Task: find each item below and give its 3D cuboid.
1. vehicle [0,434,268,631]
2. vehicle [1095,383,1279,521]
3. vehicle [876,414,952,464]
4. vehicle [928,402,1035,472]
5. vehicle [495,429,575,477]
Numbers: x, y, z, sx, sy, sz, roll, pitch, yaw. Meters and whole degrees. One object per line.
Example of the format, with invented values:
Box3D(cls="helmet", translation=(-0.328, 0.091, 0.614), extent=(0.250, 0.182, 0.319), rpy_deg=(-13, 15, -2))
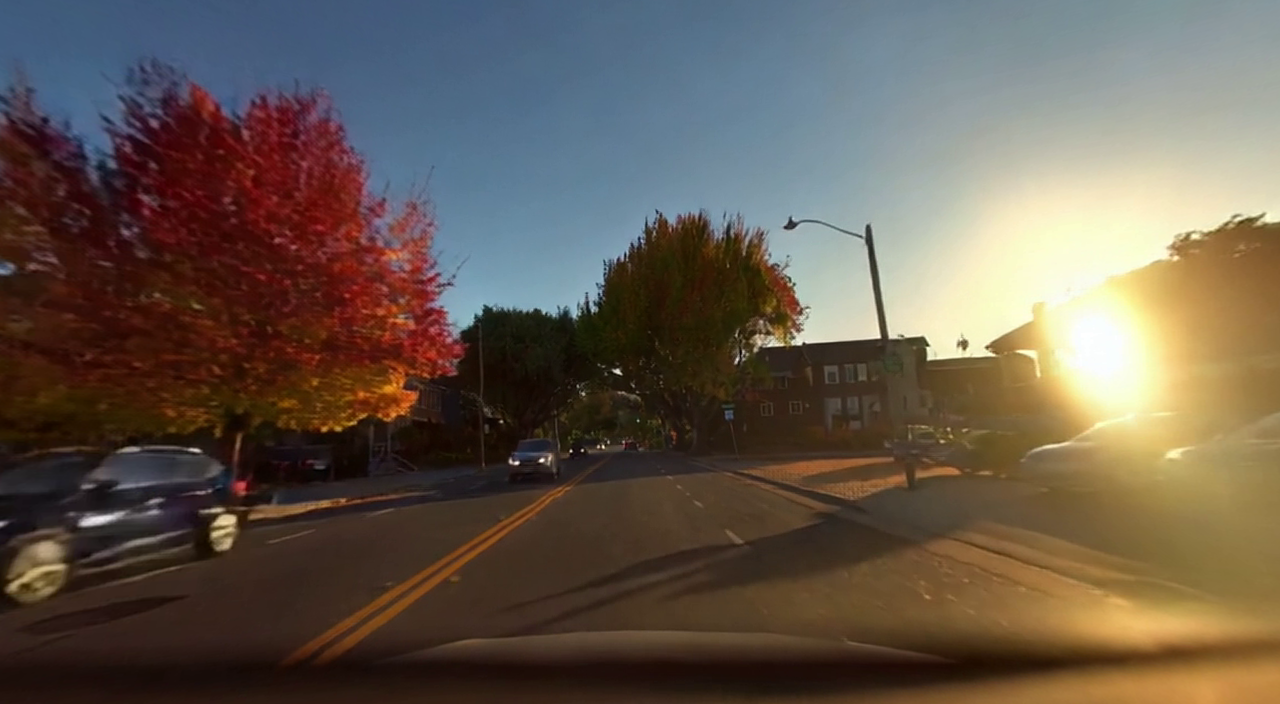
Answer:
Box3D(cls="vehicle", translation=(-5.879, 1.561, 6.180), extent=(1.968, 1.483, 4.279), rpy_deg=(0, -8, -2))
Box3D(cls="vehicle", translation=(9.285, 1.252, 8.595), extent=(4.385, 1.612, 2.070), rpy_deg=(-4, -9, 5))
Box3D(cls="vehicle", translation=(11.731, 3.815, 27.430), extent=(2.028, 1.935, 5.021), rpy_deg=(-2, -9, 13))
Box3D(cls="vehicle", translation=(9.452, 2.455, 17.925), extent=(2.051, 1.687, 4.858), rpy_deg=(-4, -9, 22))
Box3D(cls="vehicle", translation=(-4.054, 4.015, 25.284), extent=(2.356, 1.702, 4.700), rpy_deg=(0, -9, 0))
